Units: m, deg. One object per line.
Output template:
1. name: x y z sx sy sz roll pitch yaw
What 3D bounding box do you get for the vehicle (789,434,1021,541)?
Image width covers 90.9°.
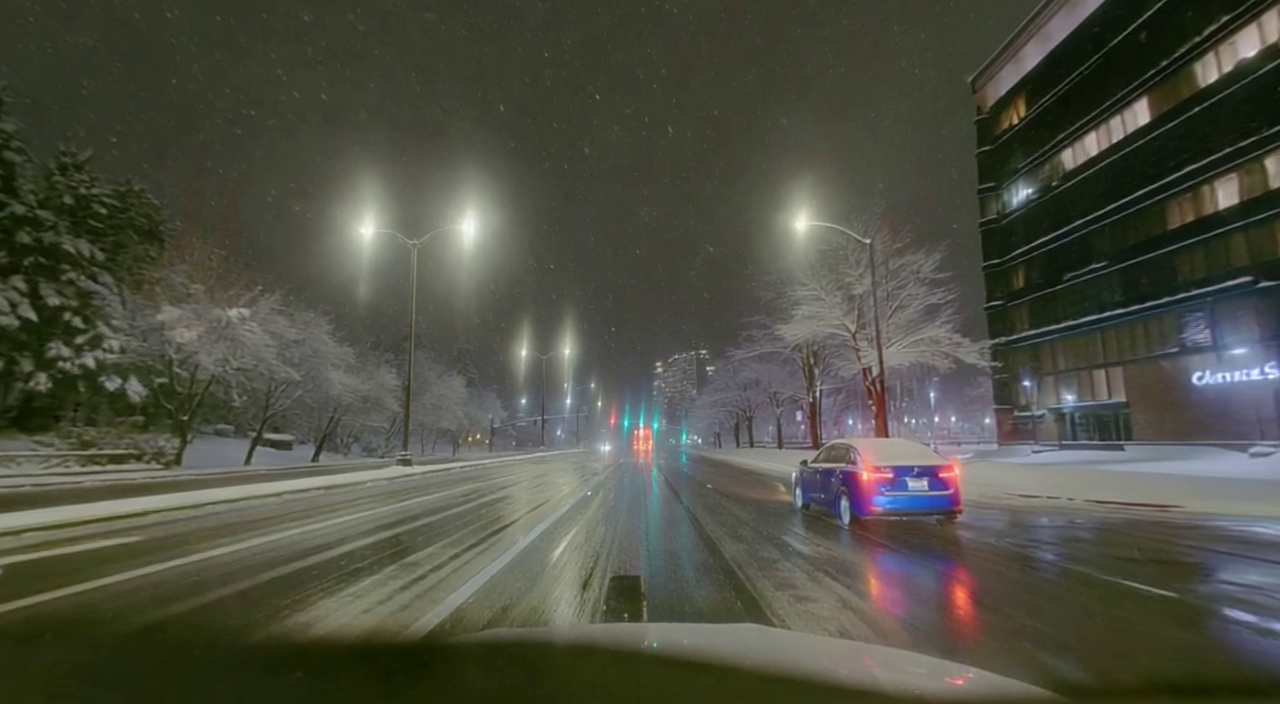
1. vehicle: 4.185 2.204 11.013 2.005 1.442 4.675 0 -8 0
